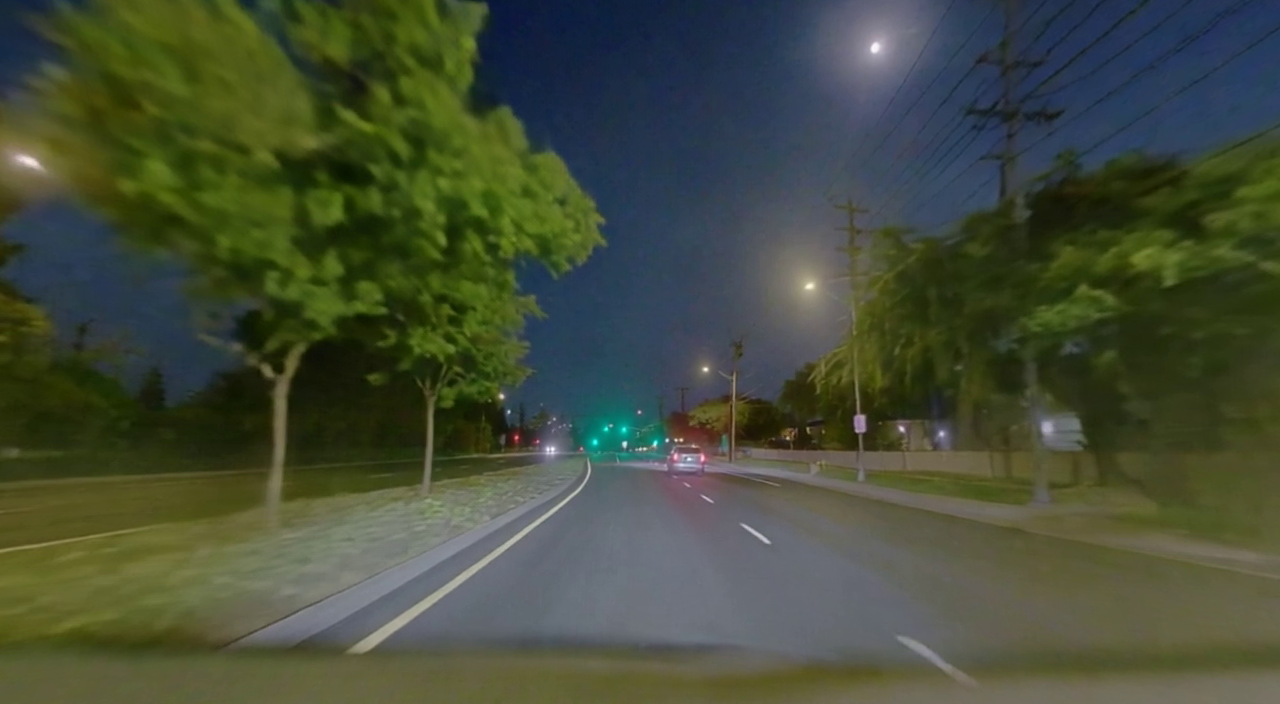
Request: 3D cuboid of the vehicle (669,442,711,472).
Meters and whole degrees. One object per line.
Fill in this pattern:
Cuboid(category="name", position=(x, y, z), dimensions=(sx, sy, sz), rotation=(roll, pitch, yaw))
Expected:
Cuboid(category="vehicle", position=(3.117, 6.697, 40.457), dimensions=(2.240, 1.781, 4.433), rotation=(0, -8, -1))
